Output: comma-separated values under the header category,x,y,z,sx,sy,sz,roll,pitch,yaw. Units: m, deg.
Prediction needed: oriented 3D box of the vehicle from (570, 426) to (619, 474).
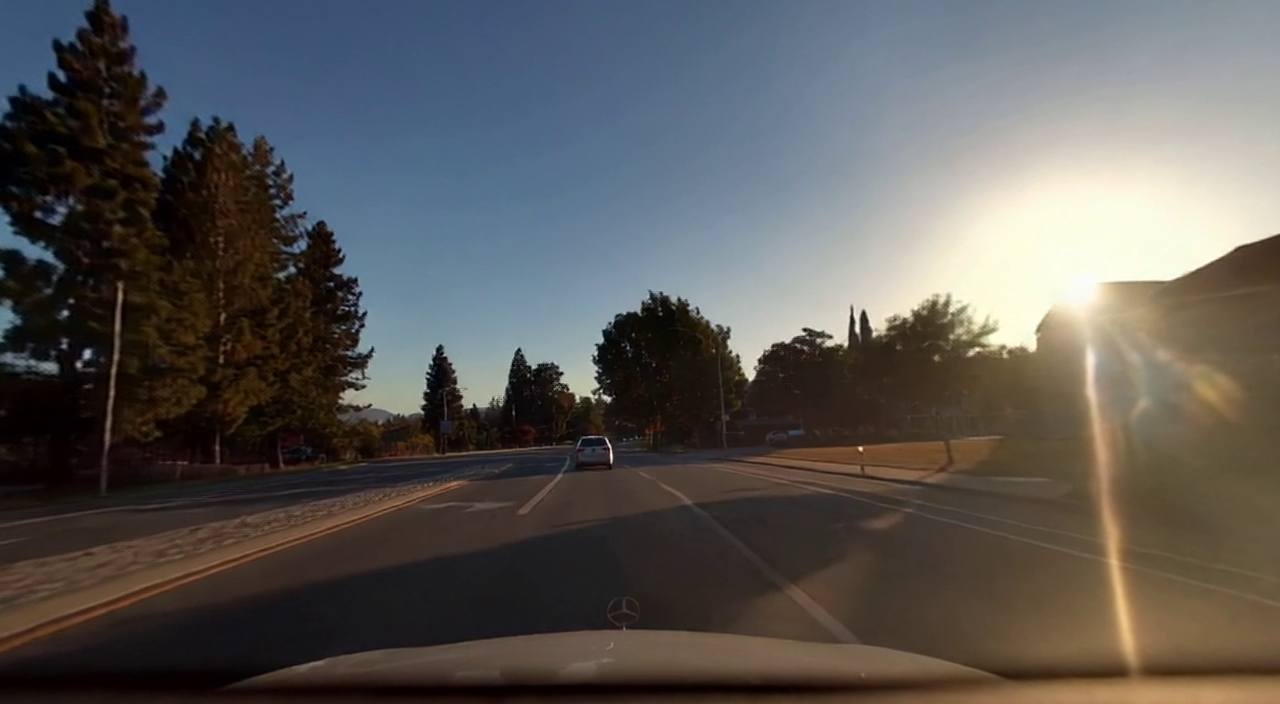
category,x,y,z,sx,sy,sz,roll,pitch,yaw
vehicle,-2.181,4.521,29.100,2.072,2.002,4.391,1,-8,-6
